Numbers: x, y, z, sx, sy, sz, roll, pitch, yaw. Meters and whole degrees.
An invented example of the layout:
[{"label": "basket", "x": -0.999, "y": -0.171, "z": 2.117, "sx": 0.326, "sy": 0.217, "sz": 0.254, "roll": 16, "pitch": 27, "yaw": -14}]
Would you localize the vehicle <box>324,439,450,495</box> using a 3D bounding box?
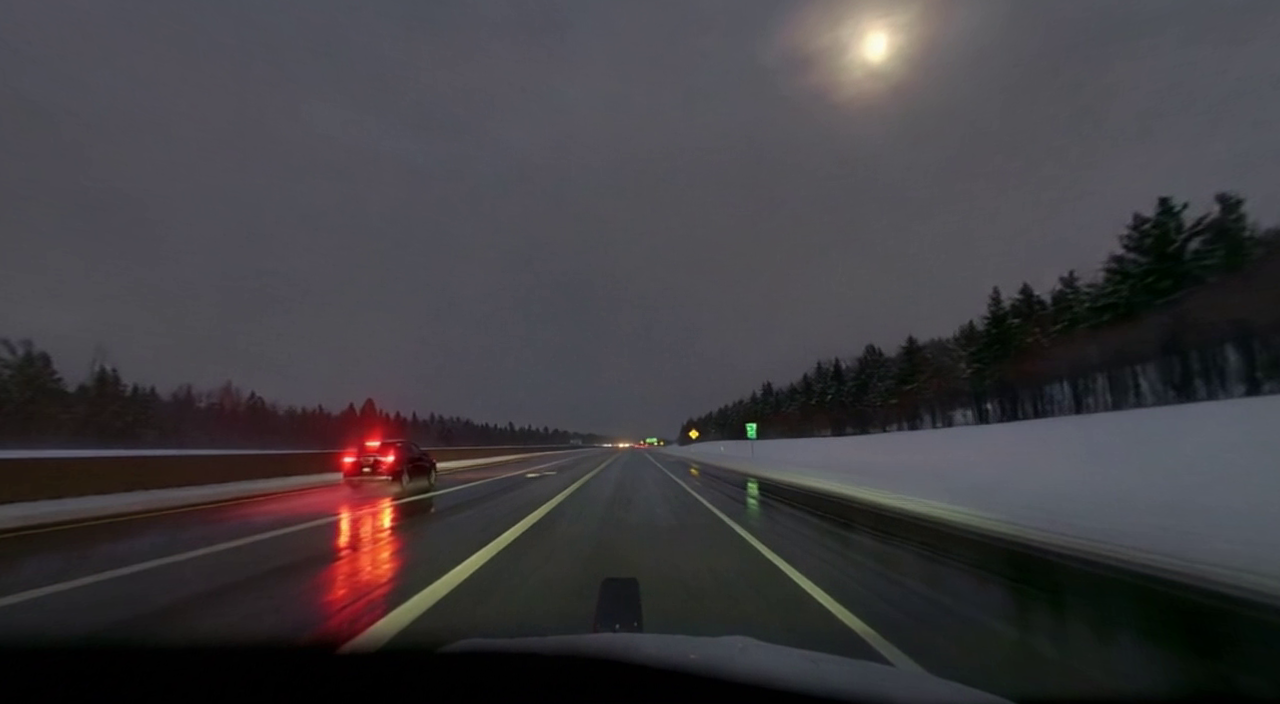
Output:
[{"label": "vehicle", "x": -7.851, "y": 3.595, "z": 20.236, "sx": 2.005, "sy": 1.545, "sz": 4.874, "roll": 0, "pitch": -8, "yaw": 0}]
